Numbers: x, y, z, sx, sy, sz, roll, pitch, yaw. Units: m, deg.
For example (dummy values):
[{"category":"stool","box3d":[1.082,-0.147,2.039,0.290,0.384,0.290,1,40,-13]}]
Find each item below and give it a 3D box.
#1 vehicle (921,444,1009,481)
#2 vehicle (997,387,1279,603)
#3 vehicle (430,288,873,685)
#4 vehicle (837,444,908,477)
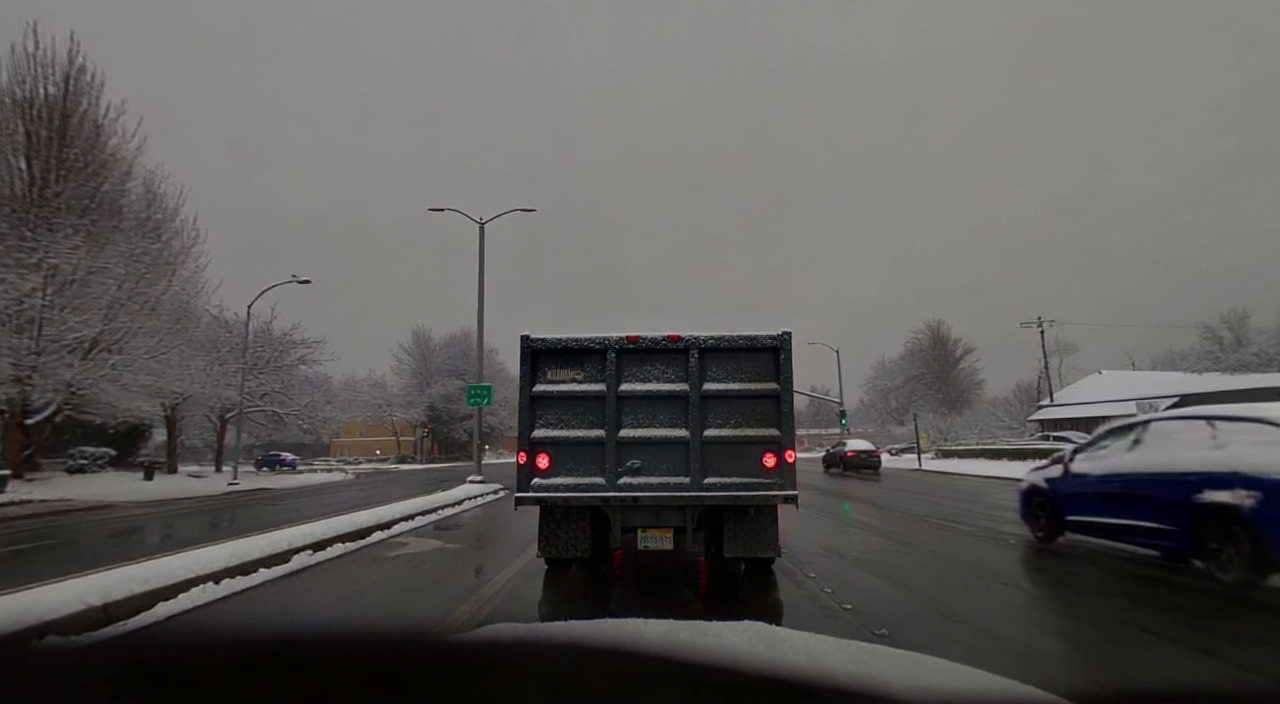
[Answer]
[{"category":"vehicle","box3d":[14.159,4.805,27.755,1.777,1.488,4.081,-1,-8,1]},{"category":"vehicle","box3d":[6.703,1.484,7.221,2.363,1.825,4.989,-1,-8,1]},{"category":"vehicle","box3d":[0.213,1.297,7.402,2.650,2.391,7.008,-1,-8,3]},{"category":"vehicle","box3d":[11.013,5.144,30.173,1.907,1.465,4.077,-1,-8,1]}]
